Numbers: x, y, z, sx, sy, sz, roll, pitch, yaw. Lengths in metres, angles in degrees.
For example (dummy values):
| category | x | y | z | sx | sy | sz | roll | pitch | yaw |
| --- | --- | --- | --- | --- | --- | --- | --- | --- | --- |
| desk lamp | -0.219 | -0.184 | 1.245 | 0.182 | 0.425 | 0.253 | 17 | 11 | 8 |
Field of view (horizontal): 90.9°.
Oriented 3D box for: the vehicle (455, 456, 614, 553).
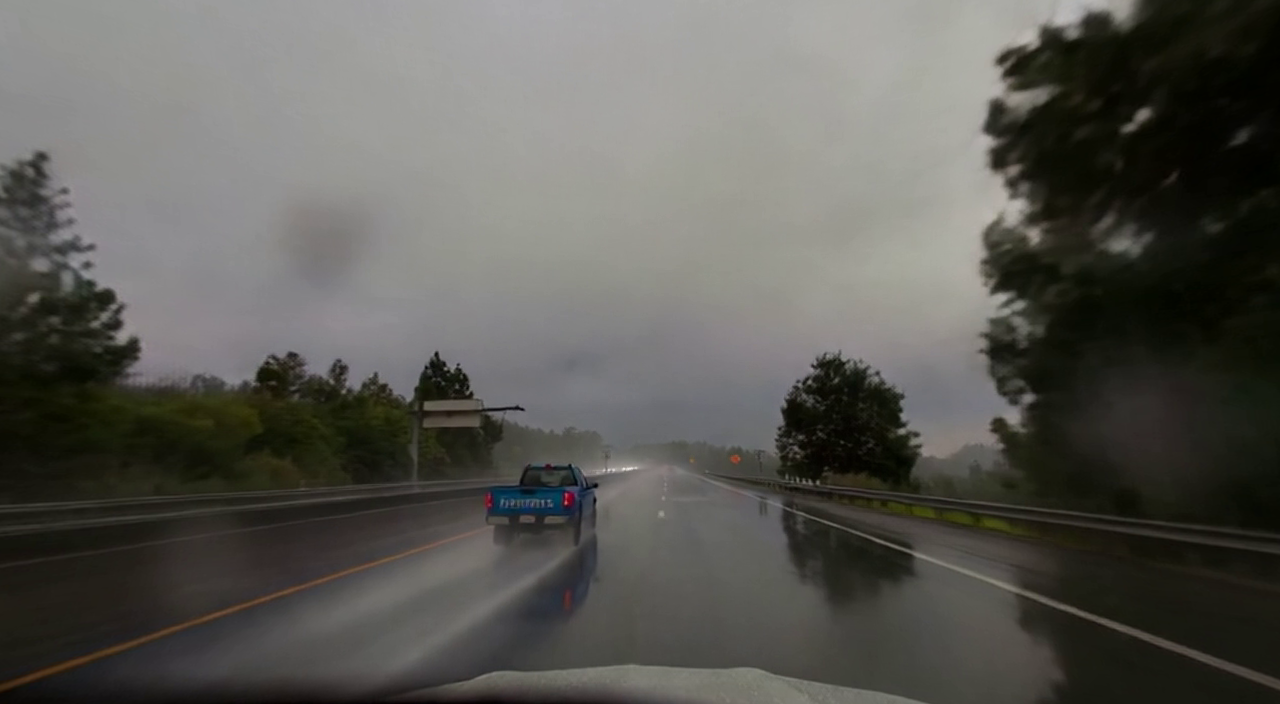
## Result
| category | x | y | z | sx | sy | sz | roll | pitch | yaw |
| --- | --- | --- | --- | --- | --- | --- | --- | --- | --- |
| vehicle | -1.805 | 2.933 | 12.746 | 2.135 | 1.506 | 5.041 | 0 | -11 | 3 |
